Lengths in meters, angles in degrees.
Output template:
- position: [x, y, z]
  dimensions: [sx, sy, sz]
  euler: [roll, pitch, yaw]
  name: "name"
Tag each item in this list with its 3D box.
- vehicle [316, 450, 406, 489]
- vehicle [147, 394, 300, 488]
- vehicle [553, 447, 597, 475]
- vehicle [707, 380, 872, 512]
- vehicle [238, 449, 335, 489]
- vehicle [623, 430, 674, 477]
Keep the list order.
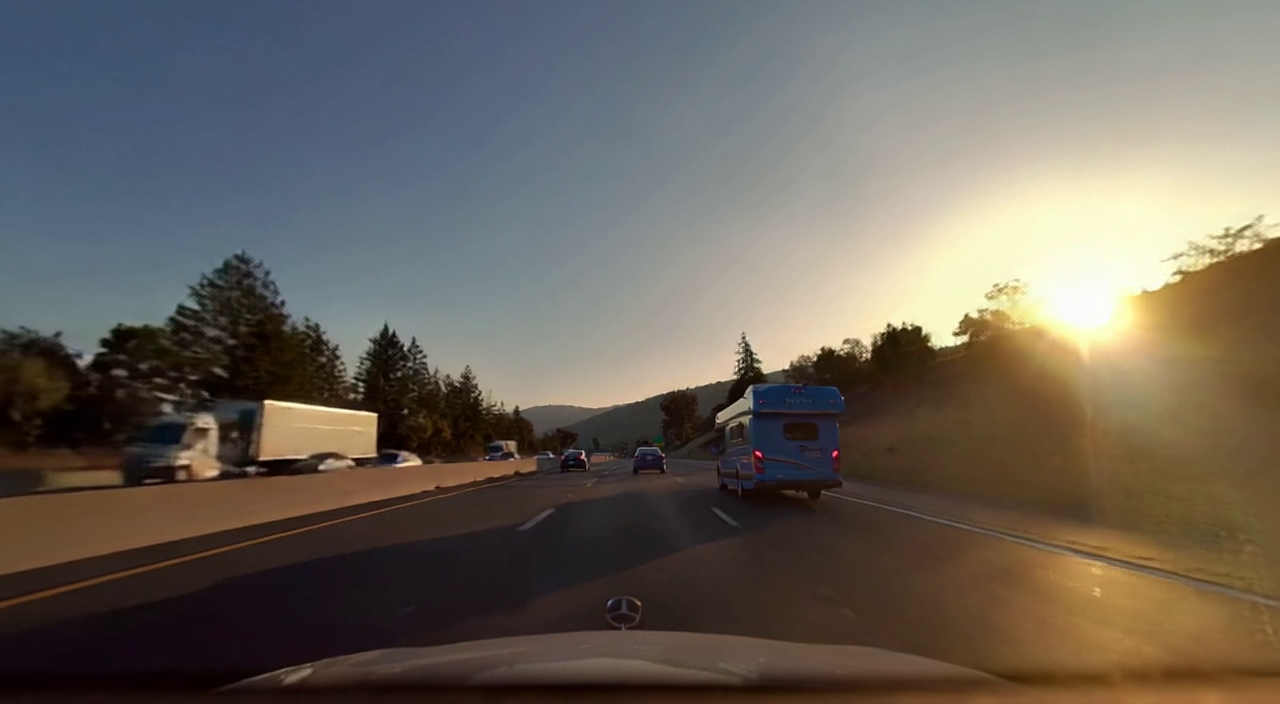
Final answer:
- position: [-11.322, 4.771, 25.923]
  dimensions: [1.813, 1.457, 3.906]
  euler: [0, -9, 1]
  name: "vehicle"
- position: [-19.407, 4.247, 29.972]
  dimensions: [2.988, 4.013, 5.863]
  euler: [0, -9, 1]
  name: "vehicle"
- position: [-3.650, 6.223, 36.230]
  dimensions: [1.959, 1.502, 4.559]
  euler: [0, -9, 1]
  name: "vehicle"
- position: [3.683, 2.620, 17.631]
  dimensions: [2.607, 2.910, 7.252]
  euler: [0, -9, -2]
  name: "vehicle"
- position: [-15.166, 5.005, 27.330]
  dimensions: [1.908, 1.598, 3.831]
  euler: [0, -9, 1]
  name: "vehicle"
- position: [0.440, 5.449, 34.071]
  dimensions: [2.524, 2.310, 4.986]
  euler: [0, -9, 0]
  name: "vehicle"
